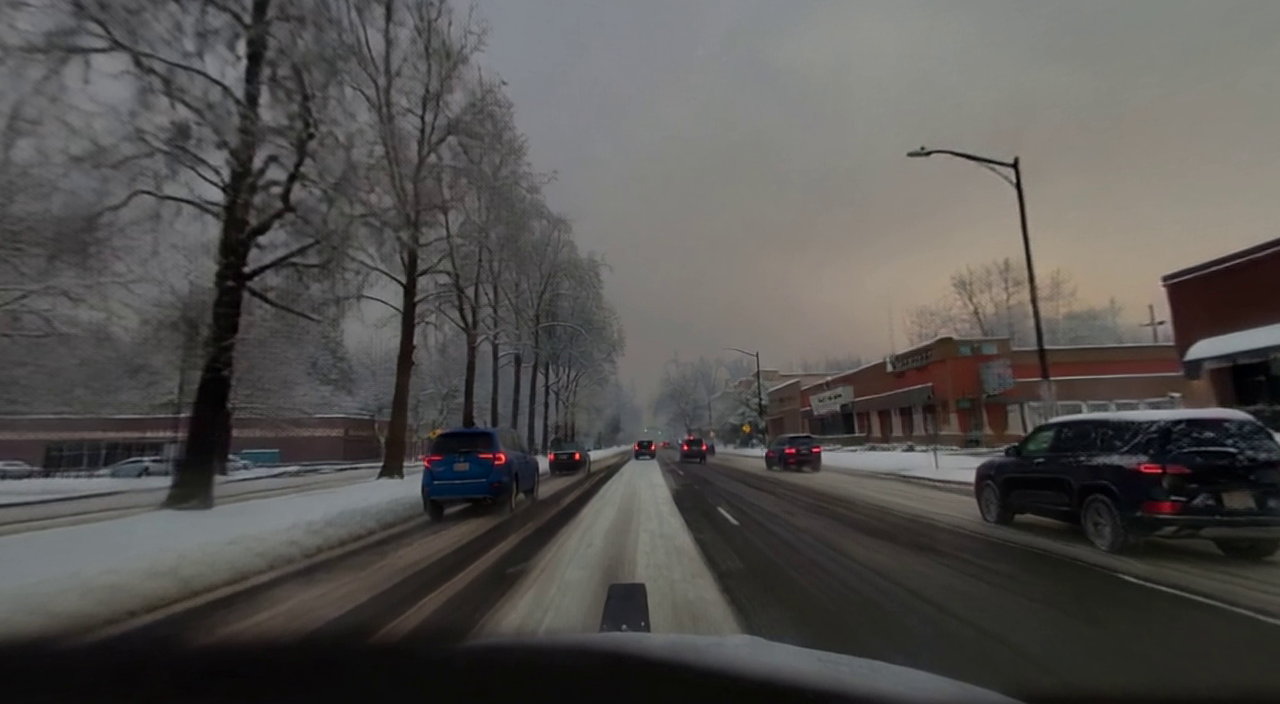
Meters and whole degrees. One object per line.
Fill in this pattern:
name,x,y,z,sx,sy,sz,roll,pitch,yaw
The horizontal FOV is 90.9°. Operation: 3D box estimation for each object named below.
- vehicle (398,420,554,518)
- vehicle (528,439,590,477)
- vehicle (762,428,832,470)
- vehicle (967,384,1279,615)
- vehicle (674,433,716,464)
vehicle,-3.258,2.435,13.589,2.141,1.719,4.379,-1,-8,1
vehicle,-3.348,4.485,26.918,2.036,1.465,4.301,-1,-8,1
vehicle,7.192,4.512,29.355,2.076,1.793,4.464,0,-8,0
vehicle,5.689,1.388,6.841,2.088,1.666,4.512,-1,-8,4
vehicle,3.390,6.115,39.957,2.178,1.804,4.766,0,-8,-1
